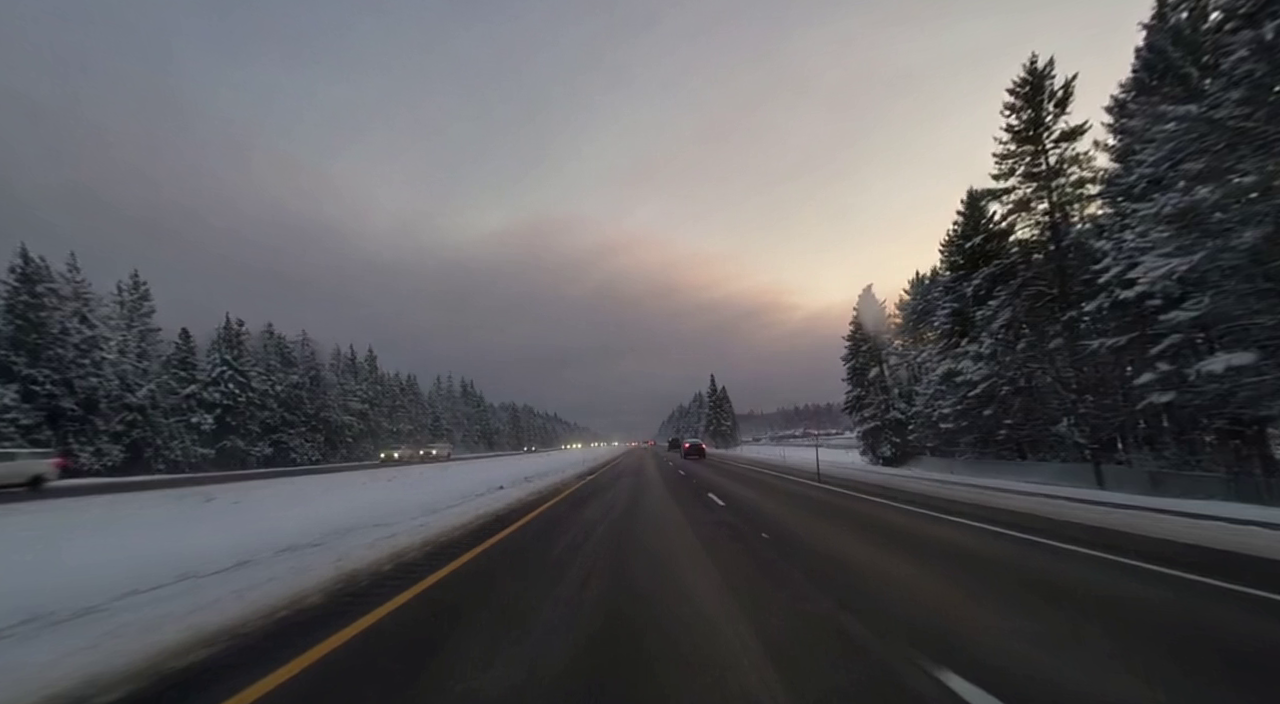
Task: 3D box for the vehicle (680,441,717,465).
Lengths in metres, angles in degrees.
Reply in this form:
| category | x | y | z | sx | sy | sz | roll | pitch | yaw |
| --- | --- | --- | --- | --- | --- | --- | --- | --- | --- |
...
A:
| category | x | y | z | sx | sy | sz | roll | pitch | yaw |
| --- | --- | --- | --- | --- | --- | --- | --- | --- | --- |
| vehicle | 3.894 | 6.829 | 42.903 | 2.062 | 1.518 | 4.026 | 0 | -8 | -1 |
